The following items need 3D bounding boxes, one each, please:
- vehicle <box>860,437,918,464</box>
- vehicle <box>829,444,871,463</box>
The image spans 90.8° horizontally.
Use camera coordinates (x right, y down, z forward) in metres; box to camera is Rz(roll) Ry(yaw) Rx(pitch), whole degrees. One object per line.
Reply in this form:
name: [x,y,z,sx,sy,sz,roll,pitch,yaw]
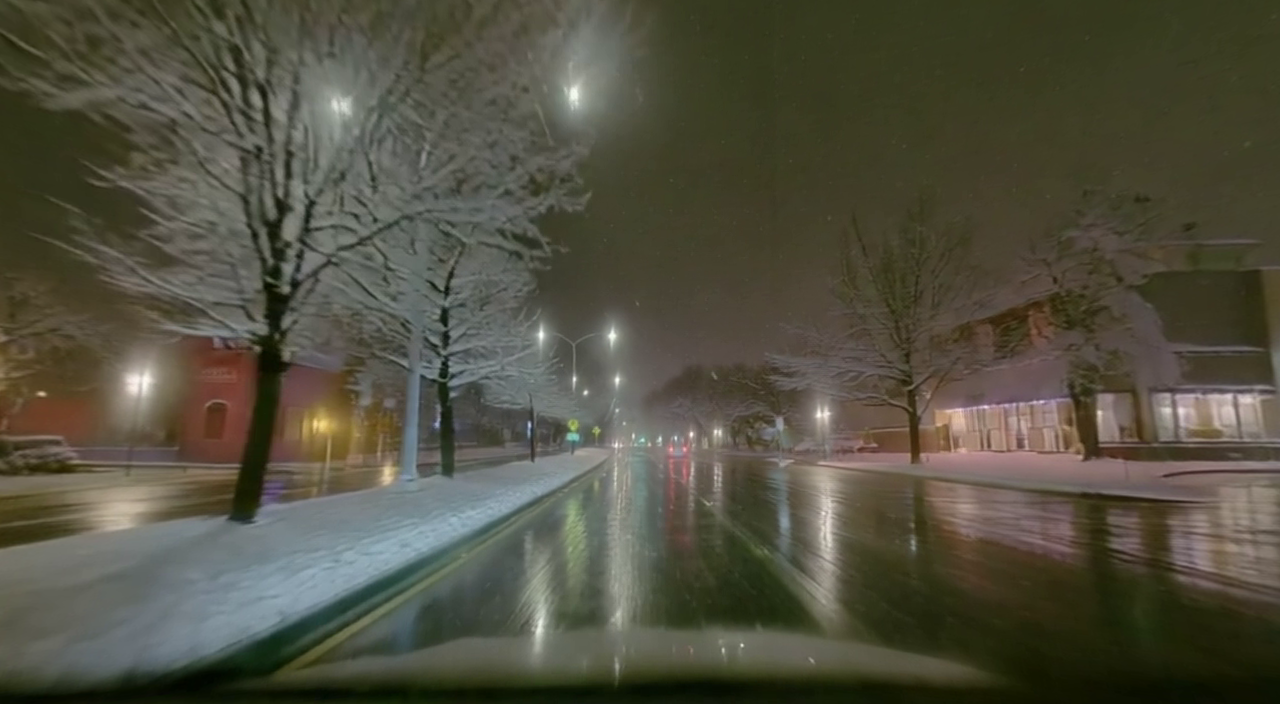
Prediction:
vehicle: [19.261,7.636,49.204,2.249,1.876,5.470,0,-7,-1]
vehicle: [16.525,7.991,49.949,1.928,1.426,4.452,-1,-9,3]
